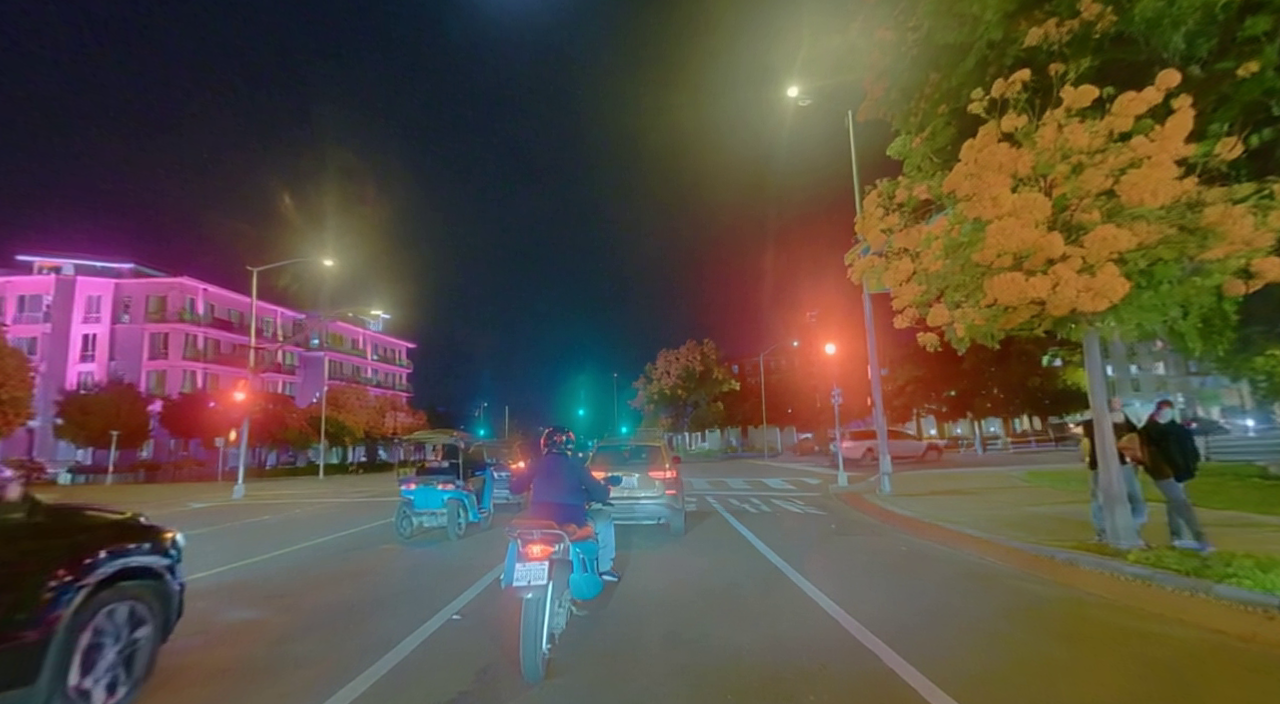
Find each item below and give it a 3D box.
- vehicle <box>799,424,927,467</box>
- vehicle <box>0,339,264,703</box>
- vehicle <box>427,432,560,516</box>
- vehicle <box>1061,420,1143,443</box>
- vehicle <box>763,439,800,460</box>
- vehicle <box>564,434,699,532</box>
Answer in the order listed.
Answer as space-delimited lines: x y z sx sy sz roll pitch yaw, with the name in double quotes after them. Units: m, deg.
10.111 4.292 28.896 5.226 1.840 2.016 -3 -9 18 "vehicle"
-3.621 0.755 1.841 2.000 1.809 4.855 0 -9 0 "vehicle"
-3.125 2.705 14.420 1.935 1.615 4.073 -1 -9 2 "vehicle"
30.817 5.339 42.123 1.751 1.420 4.027 8 -12 -43 "vehicle"
10.231 7.086 45.997 1.862 1.456 4.661 -1 -9 3 "vehicle"
-0.097 2.294 11.606 2.025 1.458 4.085 -1 -9 1 "vehicle"
